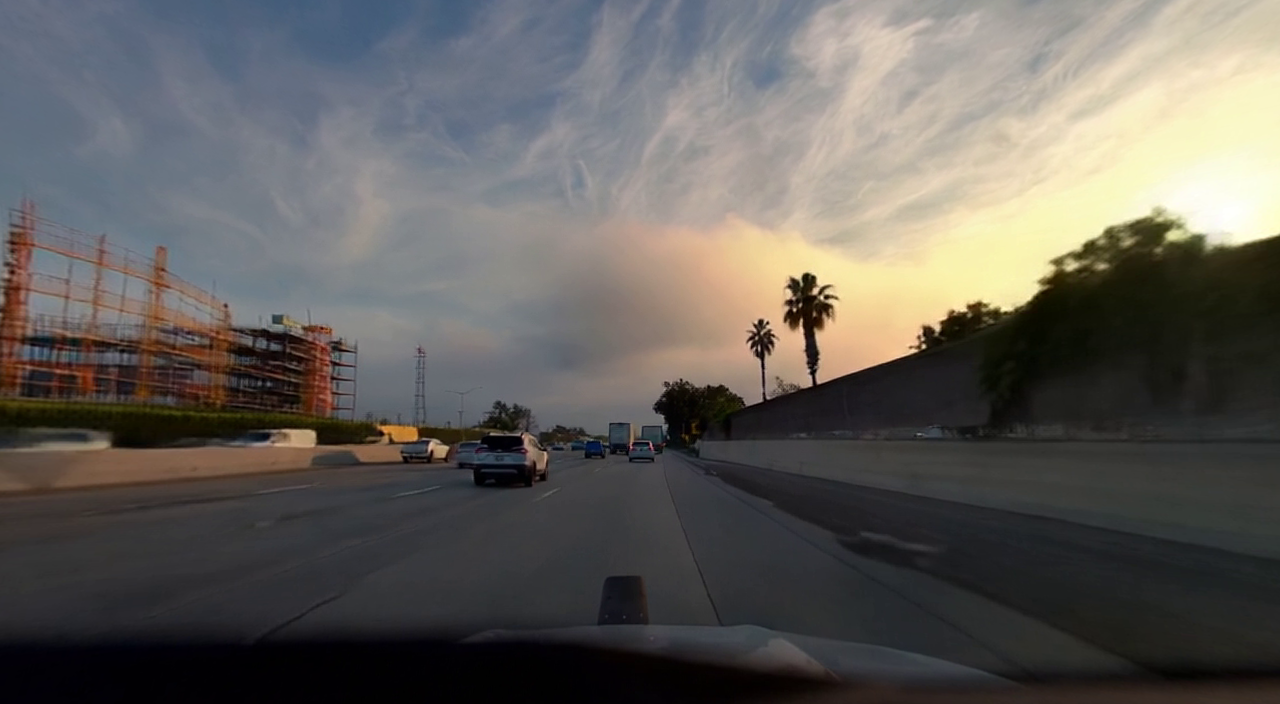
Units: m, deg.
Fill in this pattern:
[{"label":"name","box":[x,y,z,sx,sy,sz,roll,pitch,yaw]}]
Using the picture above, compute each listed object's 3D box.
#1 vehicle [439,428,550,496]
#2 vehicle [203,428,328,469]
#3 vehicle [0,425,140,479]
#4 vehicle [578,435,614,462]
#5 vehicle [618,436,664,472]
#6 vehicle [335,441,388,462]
[{"label":"vehicle","box":[-4.121,3.199,18.748,2.108,1.740,4.549,0,-8,2]},{"label":"vehicle","box":[-17.641,4.593,30.166,2.256,1.779,5.718,-1,-8,3]},{"label":"vehicle","box":[-21.861,3.674,23.326,2.162,1.745,5.317,-1,-8,2]},{"label":"vehicle","box":[-3.366,7.505,49.034,2.203,1.958,4.848,-1,-8,2]},{"label":"vehicle","box":[0.085,5.076,31.523,2.136,1.678,4.052,0,-8,1]},{"label":"vehicle","box":[-20.785,7.451,47.204,1.755,1.460,4.353,-1,-8,3]}]
